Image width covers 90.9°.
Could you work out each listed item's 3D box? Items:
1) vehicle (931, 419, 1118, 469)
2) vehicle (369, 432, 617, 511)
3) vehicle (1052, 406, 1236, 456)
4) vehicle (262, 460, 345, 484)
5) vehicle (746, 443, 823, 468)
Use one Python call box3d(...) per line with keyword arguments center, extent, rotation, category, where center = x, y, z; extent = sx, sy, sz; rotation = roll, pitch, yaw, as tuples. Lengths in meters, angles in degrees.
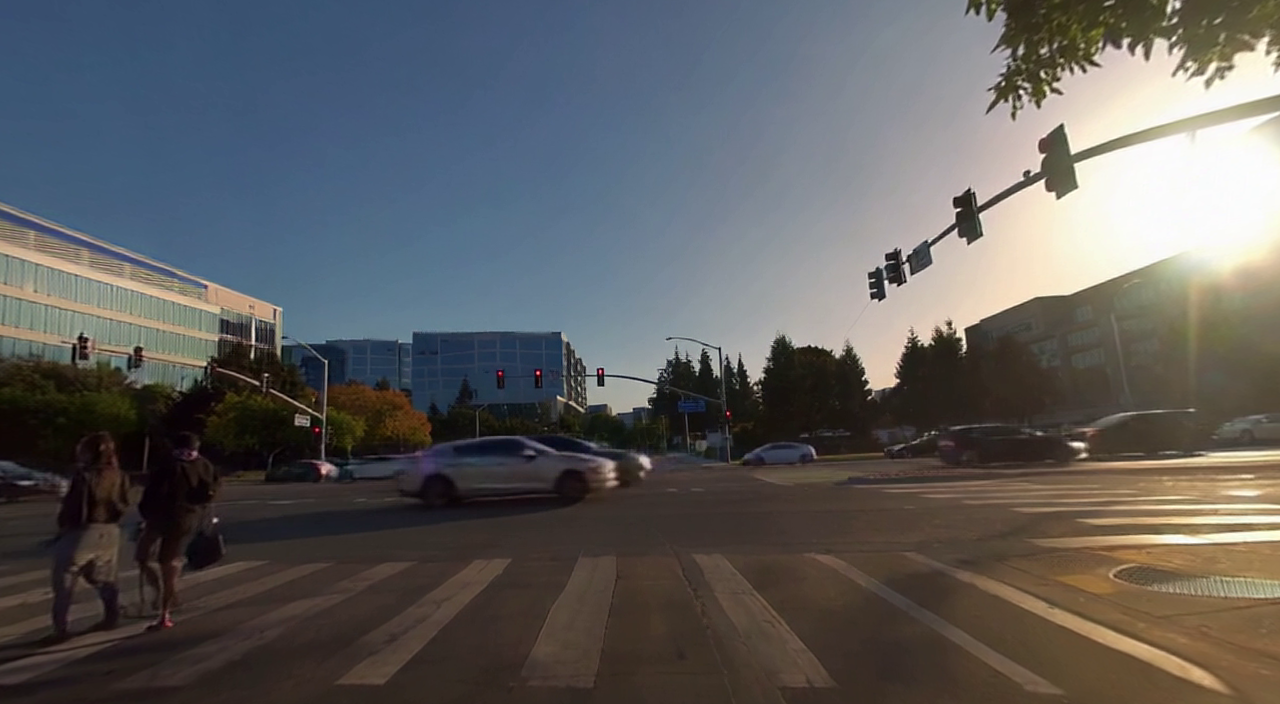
box3d(center=(11.949, 2.922, 19.886), extent=(4.606, 1.479, 1.821), rotation=(-1, -9, 6), category="vehicle")
box3d(center=(-2.993, 2.519, 13.479), extent=(4.808, 1.517, 1.806), rotation=(-1, -9, 6), category="vehicle")
box3d(center=(18.868, 3.025, 23.829), extent=(4.987, 1.780, 1.996), rotation=(-1, -9, 6), category="vehicle")
box3d(center=(-22.520, 8.009, 42.264), extent=(4.608, 1.481, 1.815), rotation=(-2, -9, 5), category="vehicle")
box3d(center=(8.805, 6.372, 38.801), extent=(4.377, 1.491, 1.734), rotation=(-1, -9, 6), category="vehicle")
